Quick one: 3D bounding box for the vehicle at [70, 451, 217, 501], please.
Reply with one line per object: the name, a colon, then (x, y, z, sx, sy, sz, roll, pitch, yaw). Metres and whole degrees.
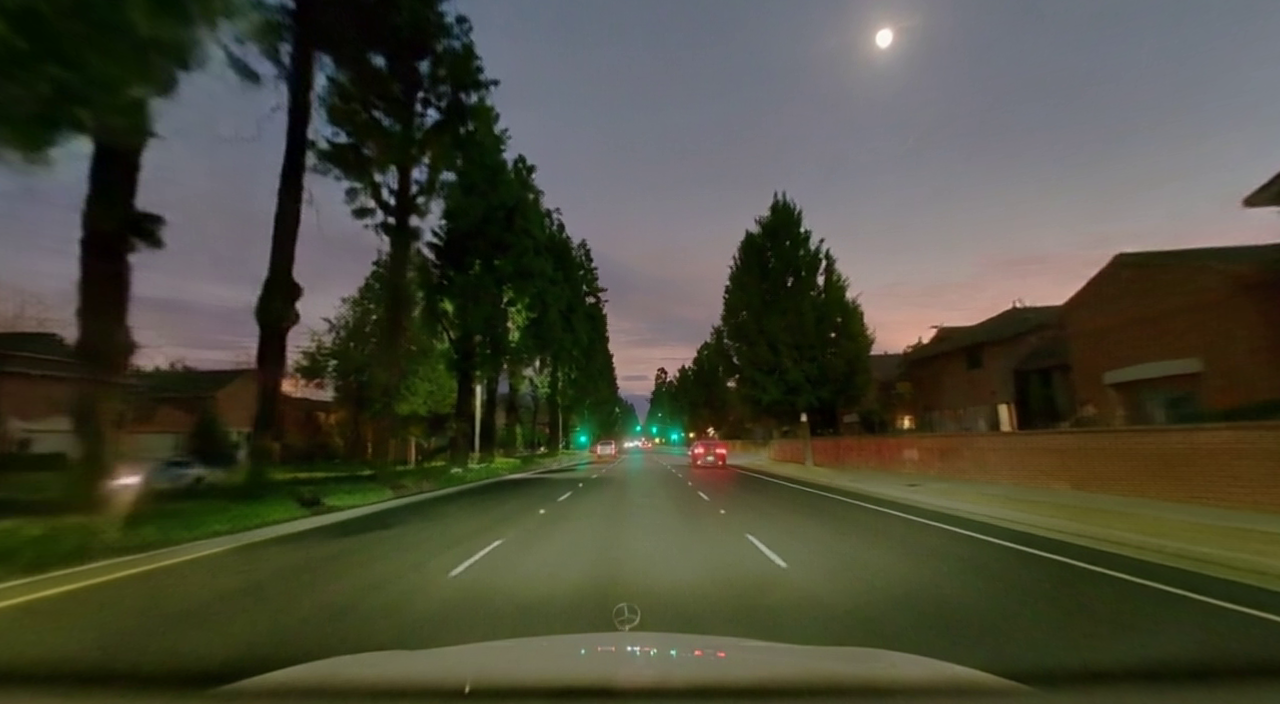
vehicle: (-21.271, 5.285, 27.391, 2.238, 1.778, 5.115, -3, -8, 1)

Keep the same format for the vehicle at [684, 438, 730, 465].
vehicle: (3.999, 6.071, 38.653, 2.237, 1.578, 4.621, 0, -8, -1)
